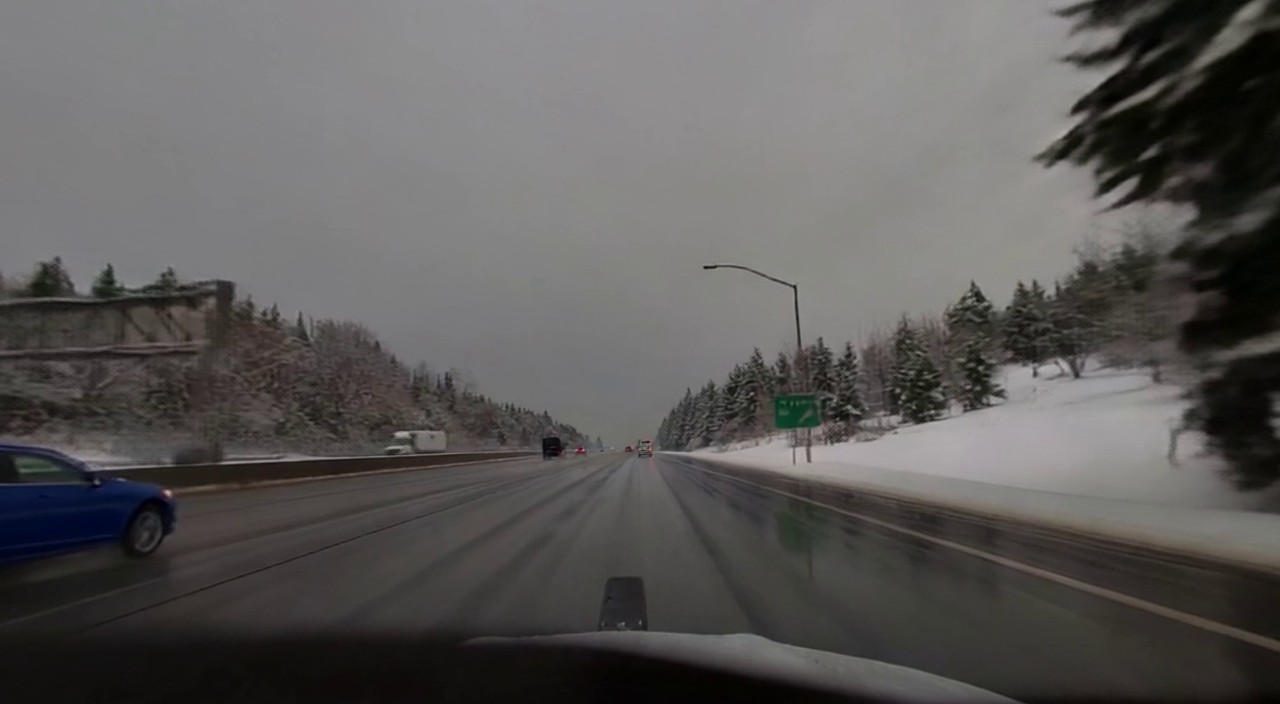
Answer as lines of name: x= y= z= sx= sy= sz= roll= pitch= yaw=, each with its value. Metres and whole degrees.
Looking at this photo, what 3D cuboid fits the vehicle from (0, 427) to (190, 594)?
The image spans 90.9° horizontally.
vehicle: x=-6.754 y=1.419 z=5.599 sx=1.981 sy=1.486 sz=4.735 roll=0 pitch=-8 yaw=1
